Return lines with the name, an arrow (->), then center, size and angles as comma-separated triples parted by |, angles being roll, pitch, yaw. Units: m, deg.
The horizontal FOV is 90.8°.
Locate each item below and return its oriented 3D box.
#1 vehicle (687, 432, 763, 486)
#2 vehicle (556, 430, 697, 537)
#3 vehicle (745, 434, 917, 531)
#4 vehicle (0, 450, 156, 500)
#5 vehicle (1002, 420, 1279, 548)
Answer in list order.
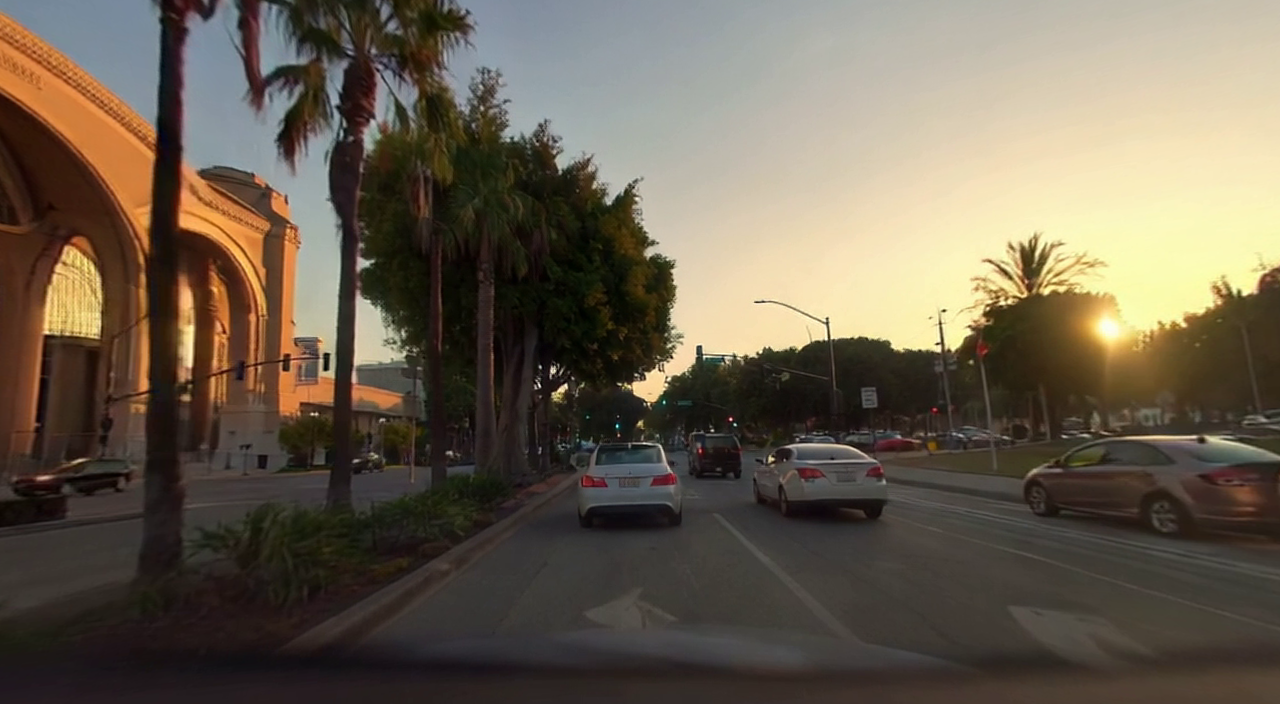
vehicle -> 3.247, 4.328, 25.978 | 2.127, 1.854, 7.971 | 0, -9, 1
vehicle -> -0.208, 2.202, 11.112 | 2.050, 1.521, 3.747 | 0, -9, 0
vehicle -> 3.309, 2.342, 11.923 | 1.833, 1.465, 4.258 | 0, -9, -1
vehicle -> -21.067, 4.576, 23.939 | 1.958, 1.675, 4.389 | 0, -9, -1
vehicle -> 7.898, 1.934, 9.967 | 1.875, 1.588, 4.072 | 0, -8, -1
